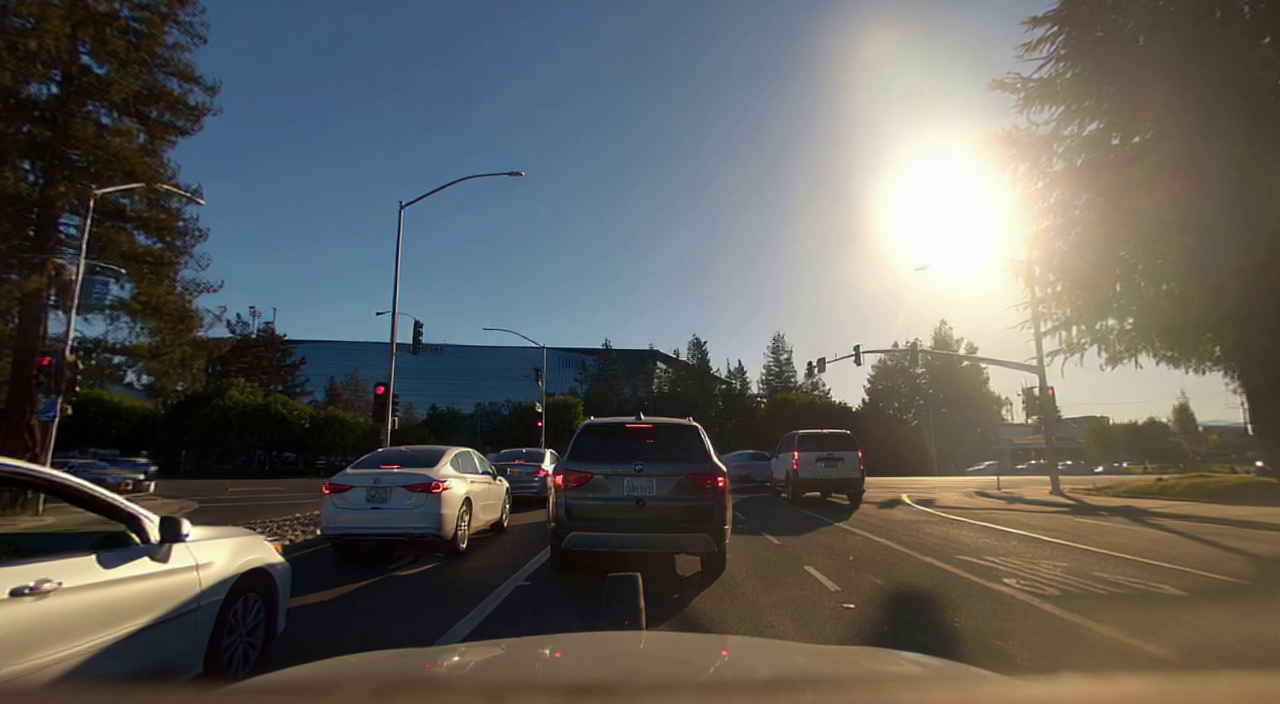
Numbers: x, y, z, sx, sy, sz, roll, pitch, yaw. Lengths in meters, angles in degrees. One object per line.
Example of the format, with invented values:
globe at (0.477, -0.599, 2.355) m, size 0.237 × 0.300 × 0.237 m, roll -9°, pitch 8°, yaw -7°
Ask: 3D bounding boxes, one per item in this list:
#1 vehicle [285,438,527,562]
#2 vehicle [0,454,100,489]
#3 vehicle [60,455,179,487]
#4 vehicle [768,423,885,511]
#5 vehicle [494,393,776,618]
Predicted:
vehicle at (-3.199, 2.092, 9.766) m, size 1.913 × 1.453 × 4.413 m, roll 0°, pitch -8°, yaw 2°
vehicle at (-27.058, 5.278, 27.956) m, size 4.198 × 1.444 × 1.765 m, roll 2°, pitch -9°, yaw -15°
vehicle at (-25.985, 5.948, 31.601) m, size 4.140 × 1.444 × 1.742 m, roll 2°, pitch -9°, yaw -15°
vehicle at (4.804, 3.002, 16.932) m, size 2.084 × 2.053 × 4.073 m, roll -1°, pitch -8°, yaw 4°
vehicle at (-0.036, 1.524, 7.180) m, size 2.203 × 1.757 × 4.286 m, roll 0°, pitch -8°, yaw 0°
